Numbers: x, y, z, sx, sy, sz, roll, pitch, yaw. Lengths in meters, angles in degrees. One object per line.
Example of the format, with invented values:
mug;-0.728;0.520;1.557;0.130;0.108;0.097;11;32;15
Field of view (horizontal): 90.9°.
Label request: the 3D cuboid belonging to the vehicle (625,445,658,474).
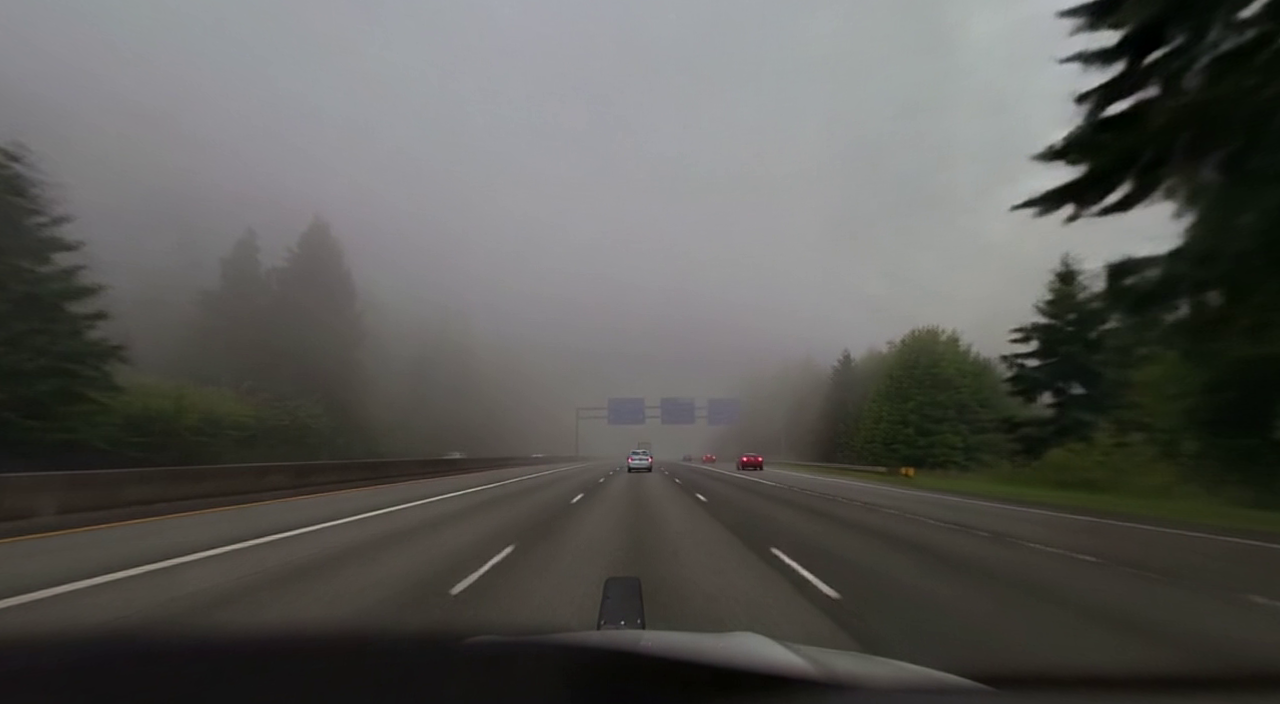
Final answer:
vehicle;0.104;7.253;42.705;2.167;1.847;4.097;0;-9;0
